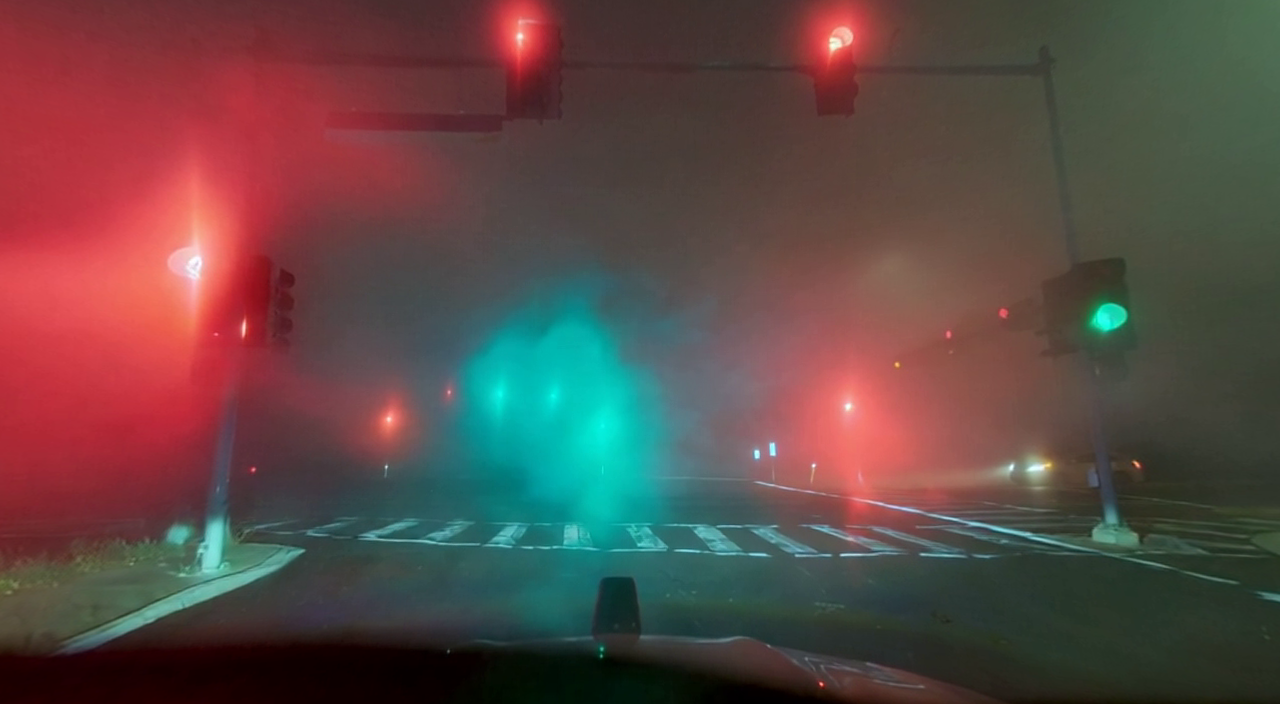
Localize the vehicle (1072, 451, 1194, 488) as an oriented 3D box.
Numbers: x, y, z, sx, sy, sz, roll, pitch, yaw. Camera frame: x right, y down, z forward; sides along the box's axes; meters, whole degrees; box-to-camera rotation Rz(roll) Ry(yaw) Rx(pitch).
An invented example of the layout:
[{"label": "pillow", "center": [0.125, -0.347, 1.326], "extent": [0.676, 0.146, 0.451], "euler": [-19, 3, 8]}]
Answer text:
[{"label": "vehicle", "center": [22.694, 5.437, 29.083], "extent": [3.998, 1.590, 1.936], "euler": [1, -12, -6]}]

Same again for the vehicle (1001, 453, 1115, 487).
[{"label": "vehicle", "center": [21.493, 6.101, 32.507], "extent": [4.455, 1.647, 2.124], "euler": [1, -11, -7]}]
